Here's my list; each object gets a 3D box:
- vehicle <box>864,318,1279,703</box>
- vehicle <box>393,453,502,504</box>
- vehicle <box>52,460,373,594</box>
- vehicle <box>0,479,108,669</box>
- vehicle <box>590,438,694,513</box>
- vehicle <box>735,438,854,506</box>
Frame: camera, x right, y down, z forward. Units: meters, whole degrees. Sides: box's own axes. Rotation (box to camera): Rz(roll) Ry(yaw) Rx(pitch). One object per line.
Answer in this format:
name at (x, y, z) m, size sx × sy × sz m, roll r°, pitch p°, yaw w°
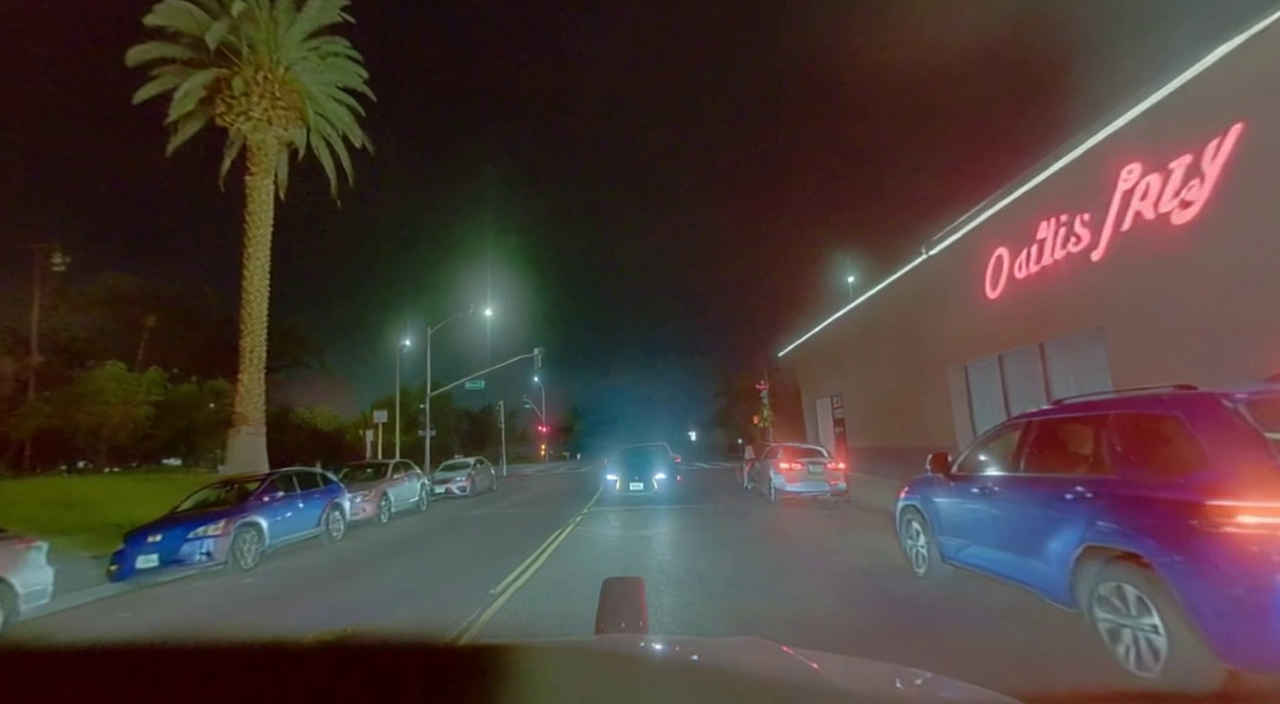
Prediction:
vehicle at (3.654, 1.102, 4.778) m, size 2.099 × 1.786 × 5.198 m, roll 0°, pitch -8°, yaw 1°
vehicle at (-6.319, 4.189, 21.338) m, size 2.105 × 1.469 × 4.693 m, roll 0°, pitch -8°, yaw 1°
vehicle at (-6.120, 2.506, 9.887) m, size 1.850 × 1.482 × 4.454 m, roll 0°, pitch -8°, yaw 1°
vehicle at (-6.162, 1.622, 3.727) m, size 1.874 × 1.472 × 4.668 m, roll 0°, pitch -8°, yaw 2°
vehicle at (0.025, 2.763, 14.632) m, size 2.060 × 1.452 × 4.078 m, roll 0°, pitch -8°, yaw -1°
vehicle at (3.645, 2.901, 15.756) m, size 1.821 × 1.417 × 4.454 m, roll 0°, pitch -8°, yaw 0°
